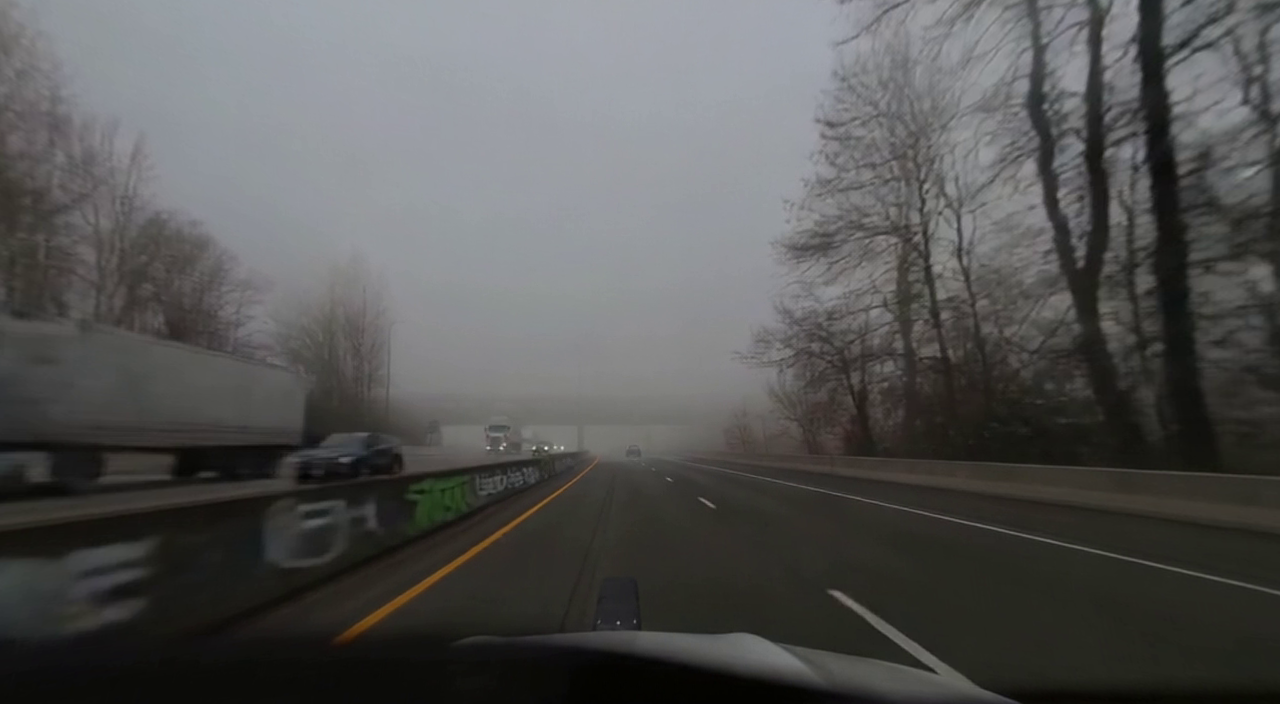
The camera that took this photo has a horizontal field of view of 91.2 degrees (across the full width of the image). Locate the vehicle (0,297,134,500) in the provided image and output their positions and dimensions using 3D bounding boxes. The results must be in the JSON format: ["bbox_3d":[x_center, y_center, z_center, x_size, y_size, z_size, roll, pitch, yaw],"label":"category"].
[{"bbox_3d":[-13.711,0.903,11.982,2.987,3.824,5.991,0,-9,-2],"label":"vehicle"}]

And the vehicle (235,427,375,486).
[{"bbox_3d":[-9.527,3.016,18.264,1.879,1.505,4.047,0,-9,-1],"label":"vehicle"}]
